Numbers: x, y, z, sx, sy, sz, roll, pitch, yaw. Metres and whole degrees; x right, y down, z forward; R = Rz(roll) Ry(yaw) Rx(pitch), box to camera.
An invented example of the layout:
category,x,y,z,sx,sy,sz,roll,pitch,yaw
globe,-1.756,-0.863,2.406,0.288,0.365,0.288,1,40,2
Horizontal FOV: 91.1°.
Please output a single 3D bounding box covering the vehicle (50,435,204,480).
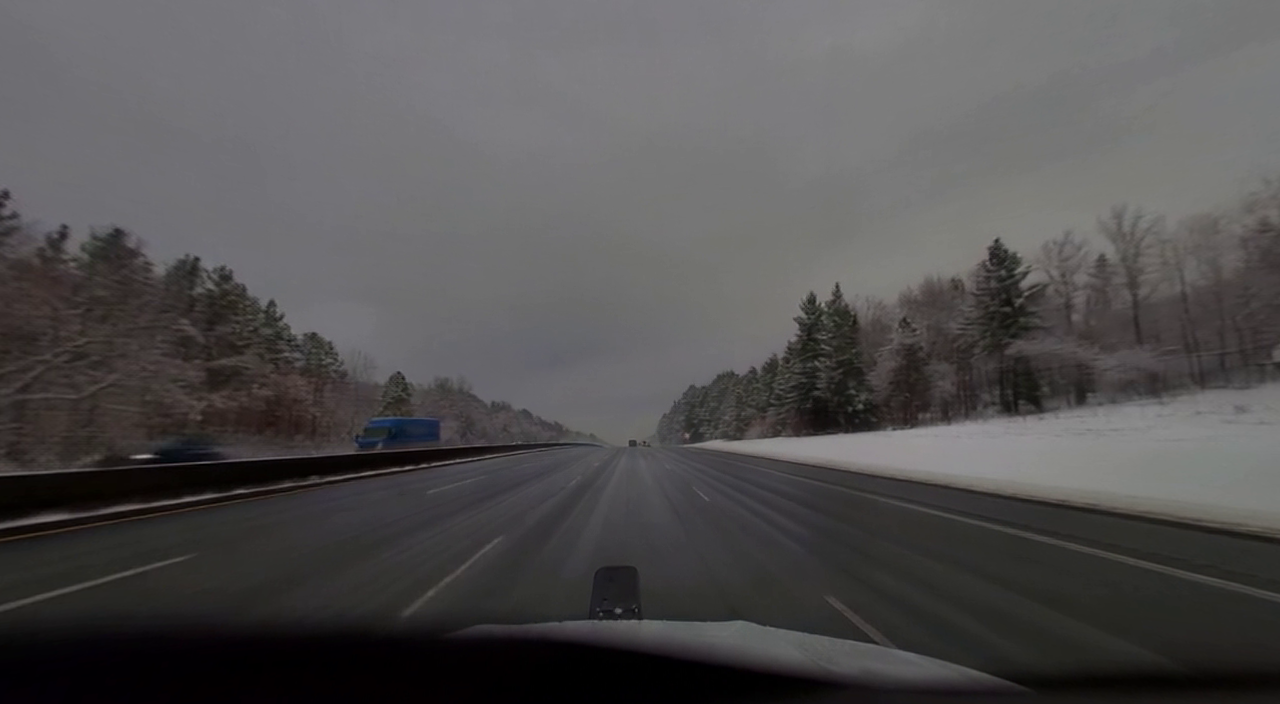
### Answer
category,x,y,z,sx,sy,sz,roll,pitch,yaw
vehicle,-19.499,3.992,24.256,2.031,1.517,4.707,0,-8,-1
